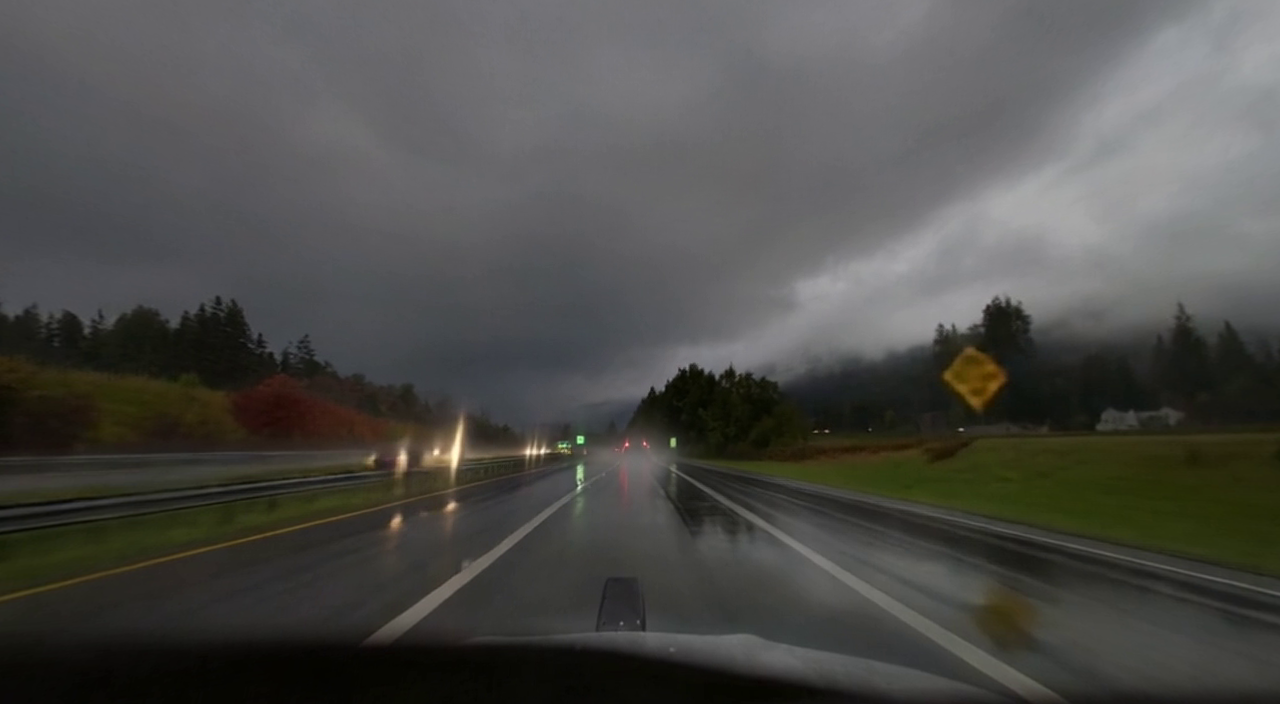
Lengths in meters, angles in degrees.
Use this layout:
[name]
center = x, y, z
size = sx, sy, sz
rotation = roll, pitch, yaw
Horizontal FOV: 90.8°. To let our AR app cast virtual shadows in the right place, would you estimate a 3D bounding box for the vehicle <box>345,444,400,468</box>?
[vehicle]
center = -16.825, 6.568, 39.851
size = 1.747, 1.441, 3.901
rotation = 0, -9, 0
